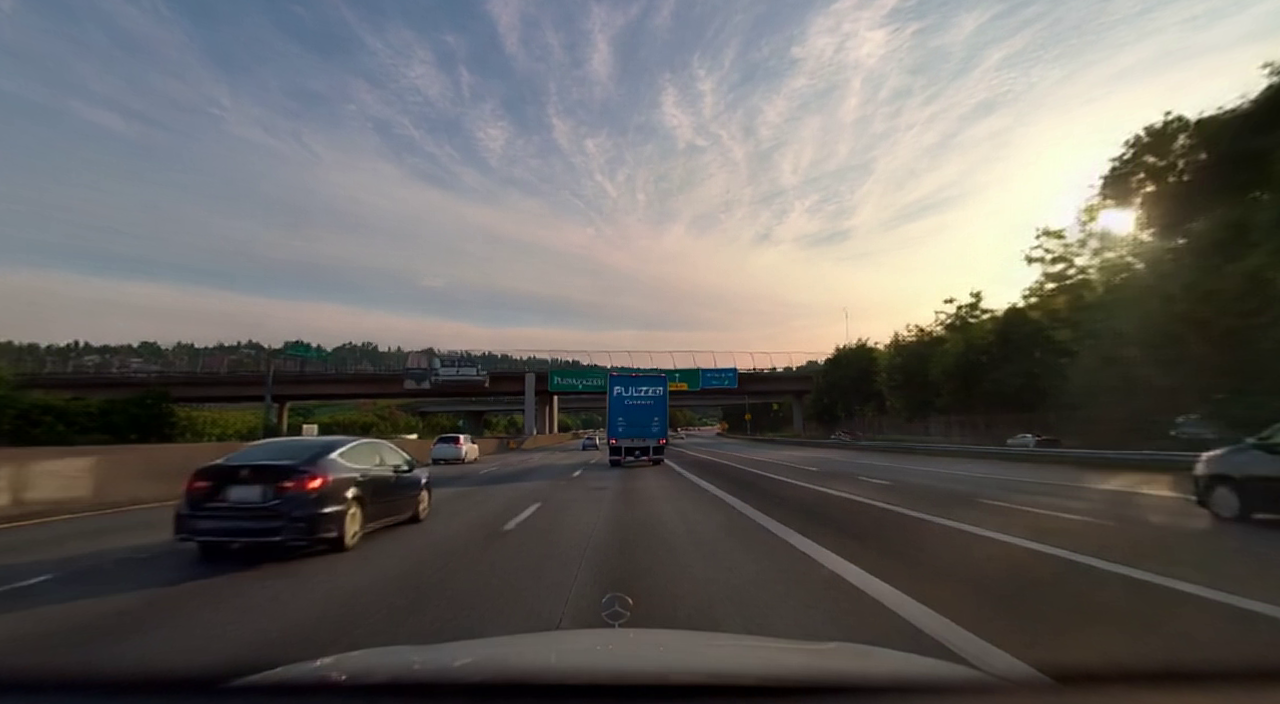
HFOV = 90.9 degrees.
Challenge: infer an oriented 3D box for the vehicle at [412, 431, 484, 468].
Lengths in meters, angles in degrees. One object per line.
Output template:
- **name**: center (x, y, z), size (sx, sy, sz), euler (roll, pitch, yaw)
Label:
- **vehicle**: center (-8.591, 4.394, 28.597), size (2.041, 1.566, 3.986), euler (0, -8, 0)

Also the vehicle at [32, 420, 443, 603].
- **vehicle**: center (-3.868, 1.554, 7.158), size (1.943, 1.446, 4.158), euler (0, -8, 0)

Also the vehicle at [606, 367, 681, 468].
- **vehicle**: center (-0.035, 3.370, 30.690), size (2.926, 3.959, 11.818), euler (0, -8, -2)
